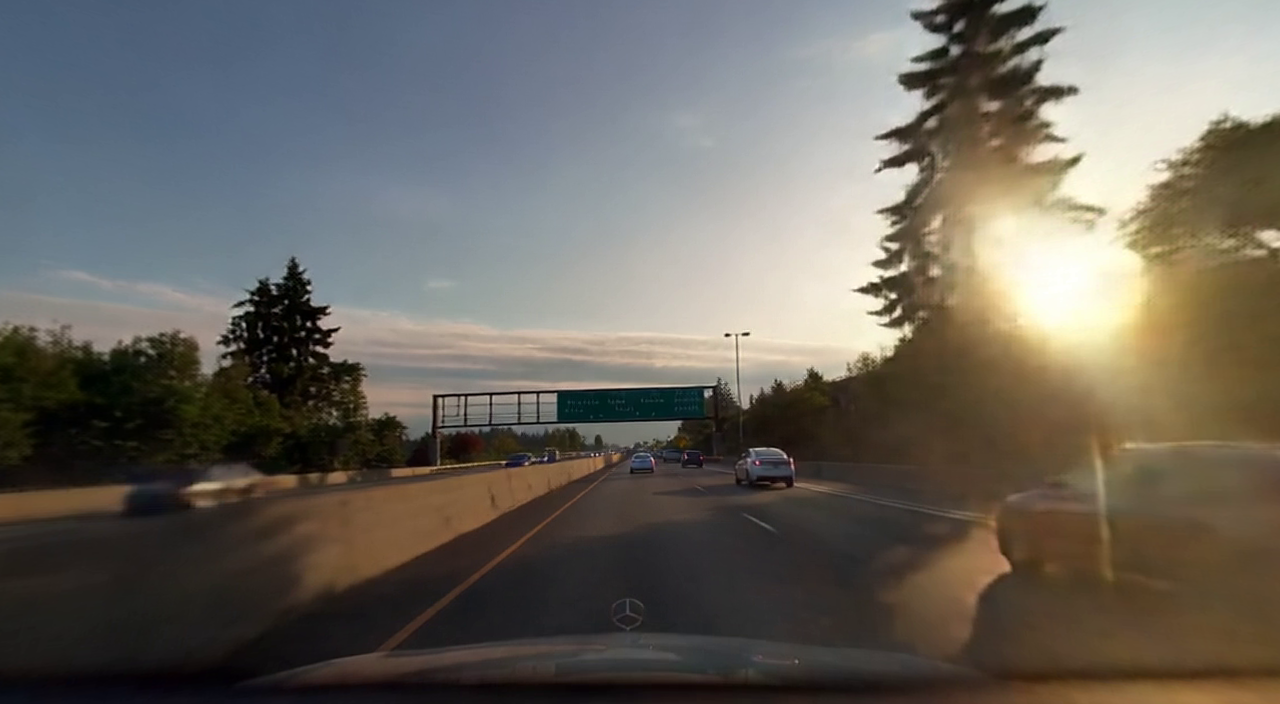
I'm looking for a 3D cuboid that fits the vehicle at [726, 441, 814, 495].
[{"bbox_3d":[4.340,3.939,21.736,1.969,1.639,4.472,0,-9,-1],"label":"vehicle"}]

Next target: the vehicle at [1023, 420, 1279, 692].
[{"bbox_3d":[4.528,1.187,3.865,1.952,1.495,3.740,0,-9,0],"label":"vehicle"}]

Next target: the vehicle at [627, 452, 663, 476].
[{"bbox_3d":[0.276,6.633,37.444,2.012,1.320,3.777,0,-9,0],"label":"vehicle"}]

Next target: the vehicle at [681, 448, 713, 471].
[{"bbox_3d":[4.227,7.990,47.047,1.935,1.594,3.981,0,-9,-2],"label":"vehicle"}]

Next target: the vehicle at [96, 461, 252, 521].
[{"bbox_3d":[-13.389,3.977,18.418,1.727,1.466,3.671,0,-9,0],"label":"vehicle"}]
